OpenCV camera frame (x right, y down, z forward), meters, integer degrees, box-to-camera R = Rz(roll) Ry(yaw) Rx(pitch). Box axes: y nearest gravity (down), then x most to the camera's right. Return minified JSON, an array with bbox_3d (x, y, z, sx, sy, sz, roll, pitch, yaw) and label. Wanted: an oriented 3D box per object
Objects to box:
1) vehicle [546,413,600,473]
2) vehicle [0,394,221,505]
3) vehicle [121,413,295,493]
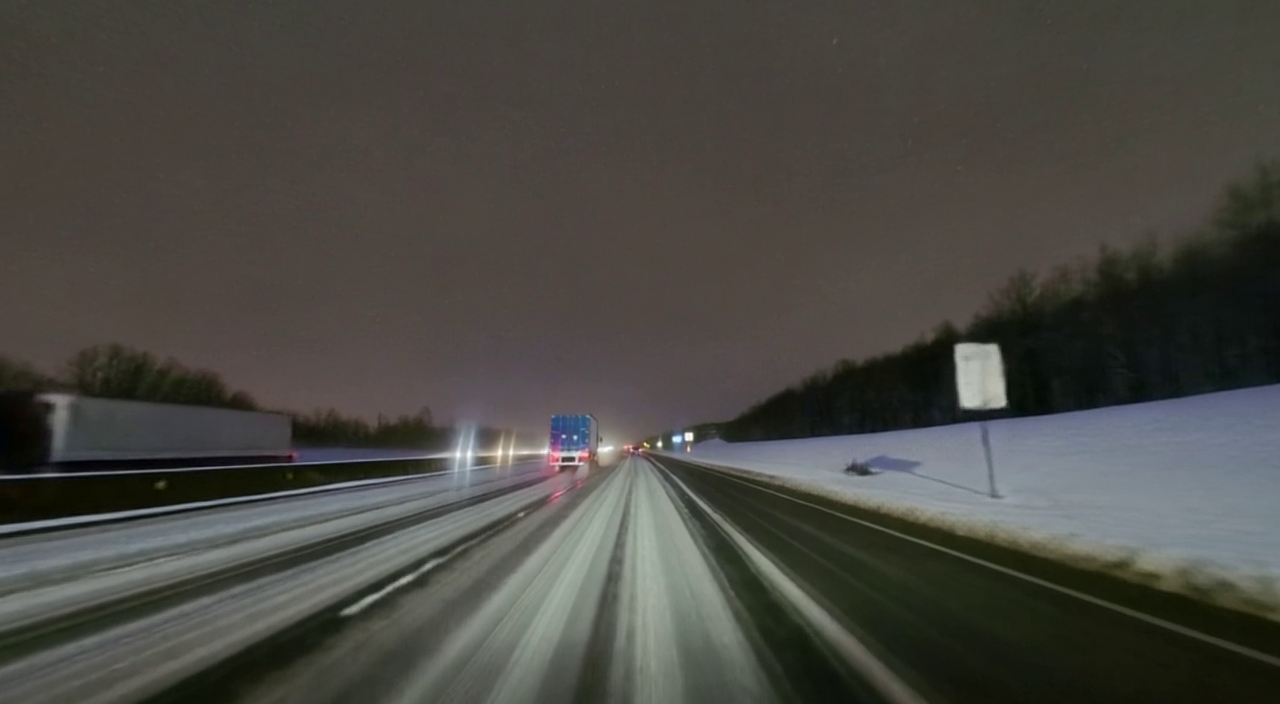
[{"bbox_3d":[-4.154,5.875,40.585,2.707,3.461,7.191,0,-9,0],"label":"vehicle"},{"bbox_3d":[-24.492,4.191,27.059,2.843,3.924,14.815,0,-9,0],"label":"vehicle"},{"bbox_3d":[-20.043,4.785,30.075,2.739,3.287,7.745,0,-9,0],"label":"vehicle"}]
